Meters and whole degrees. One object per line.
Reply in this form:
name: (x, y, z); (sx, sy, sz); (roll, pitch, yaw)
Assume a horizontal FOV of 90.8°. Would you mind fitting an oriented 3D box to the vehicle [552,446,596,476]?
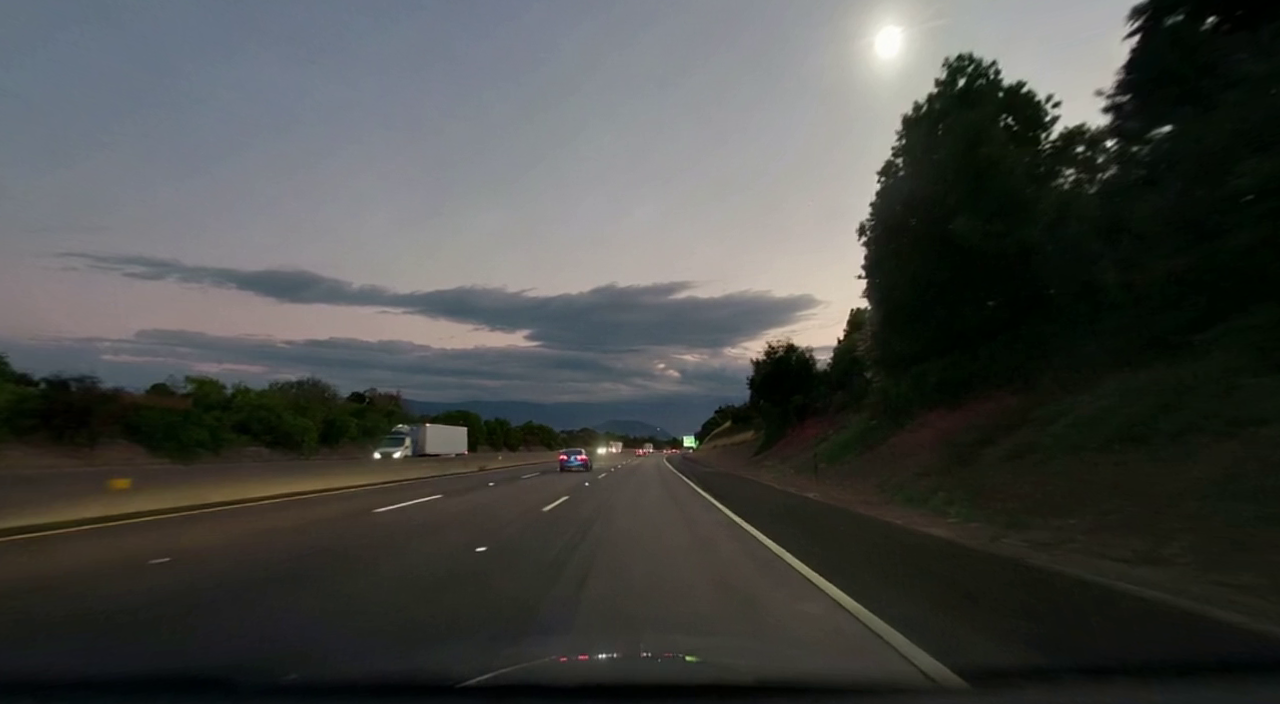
vehicle: (-3.444, 5.788, 33.715); (1.858, 1.459, 4.091); (0, -9, 1)
